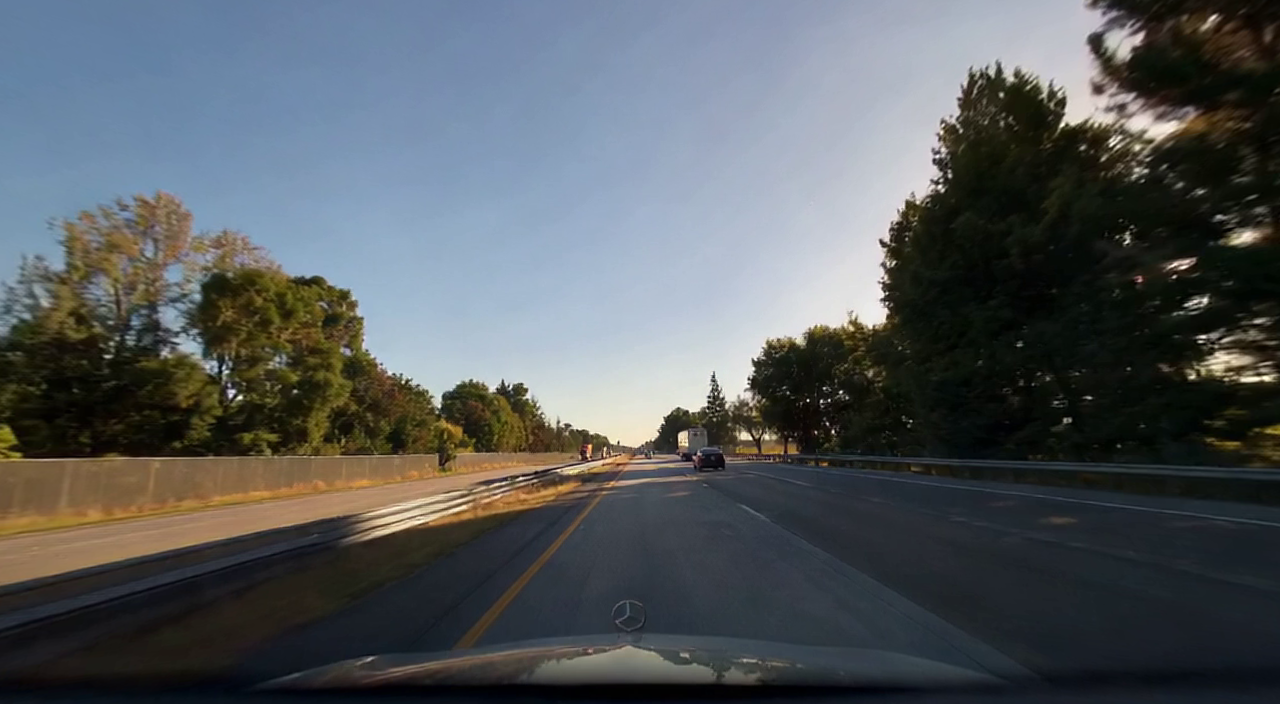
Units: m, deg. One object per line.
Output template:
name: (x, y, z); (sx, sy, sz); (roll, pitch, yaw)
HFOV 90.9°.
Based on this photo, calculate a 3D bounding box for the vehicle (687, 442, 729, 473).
vehicle: (4.113, 6.510, 38.957); (2.093, 1.742, 4.167); (0, -9, -1)
